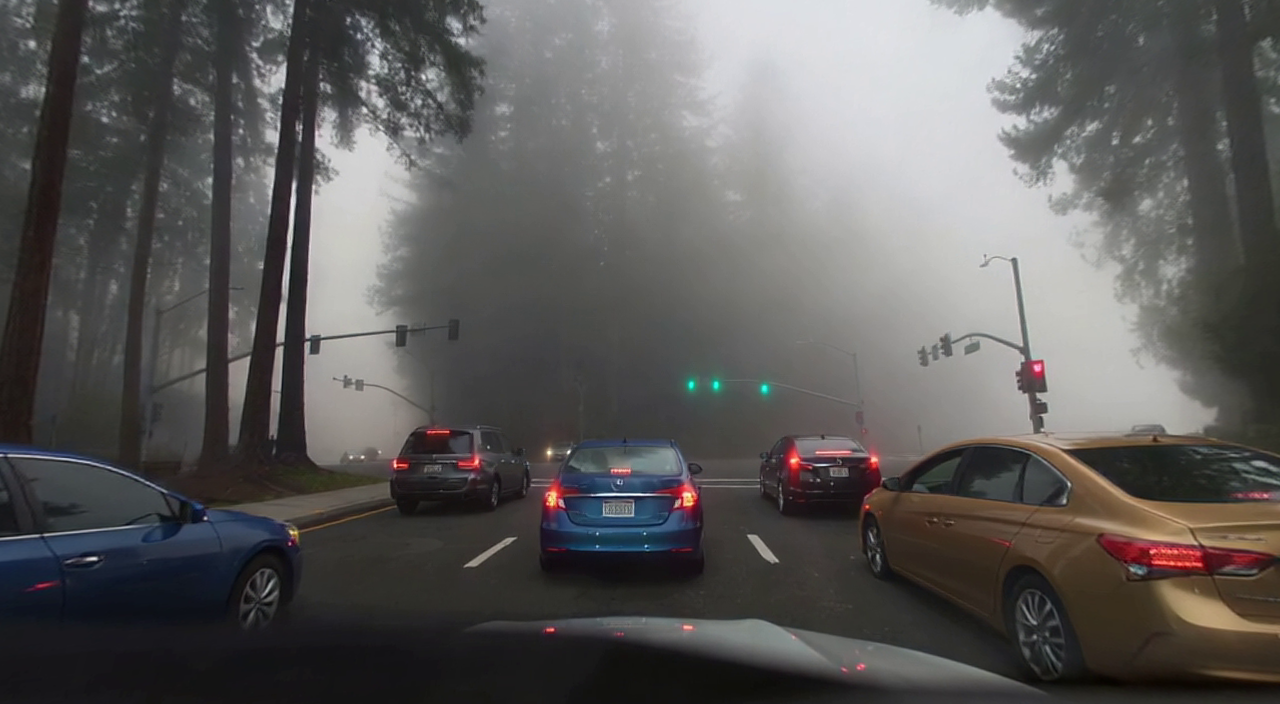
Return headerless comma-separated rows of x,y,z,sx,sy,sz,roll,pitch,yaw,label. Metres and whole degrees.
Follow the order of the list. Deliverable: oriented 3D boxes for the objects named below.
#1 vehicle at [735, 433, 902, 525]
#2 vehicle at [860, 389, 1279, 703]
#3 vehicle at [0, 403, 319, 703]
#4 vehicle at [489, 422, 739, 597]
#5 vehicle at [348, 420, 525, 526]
3.187,2.336,12.323,1.975,1.460,4.357,0,-8,0,vehicle
3.137,1.151,4.050,1.903,1.480,4.270,0,-8,0,vehicle
-3.641,1.022,3.000,1.935,1.482,4.433,0,-8,-1,vehicle
-0.260,1.640,7.405,2.147,1.479,3.803,0,-8,-1,vehicle
-3.725,2.298,12.489,1.961,1.714,4.268,0,-8,2,vehicle
